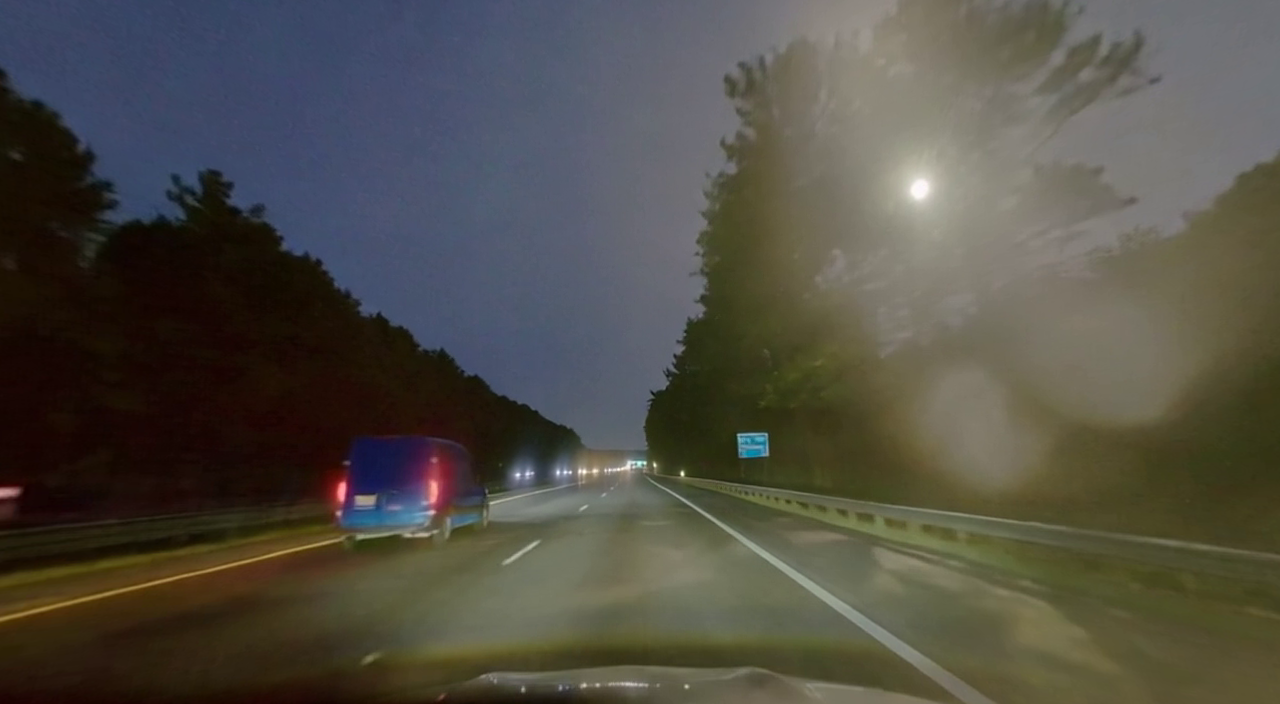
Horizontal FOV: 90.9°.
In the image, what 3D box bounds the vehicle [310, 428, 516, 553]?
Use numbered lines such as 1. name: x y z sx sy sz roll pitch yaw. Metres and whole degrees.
1. vehicle: -3.890 2.524 11.886 2.100 1.824 4.634 1 -11 0
